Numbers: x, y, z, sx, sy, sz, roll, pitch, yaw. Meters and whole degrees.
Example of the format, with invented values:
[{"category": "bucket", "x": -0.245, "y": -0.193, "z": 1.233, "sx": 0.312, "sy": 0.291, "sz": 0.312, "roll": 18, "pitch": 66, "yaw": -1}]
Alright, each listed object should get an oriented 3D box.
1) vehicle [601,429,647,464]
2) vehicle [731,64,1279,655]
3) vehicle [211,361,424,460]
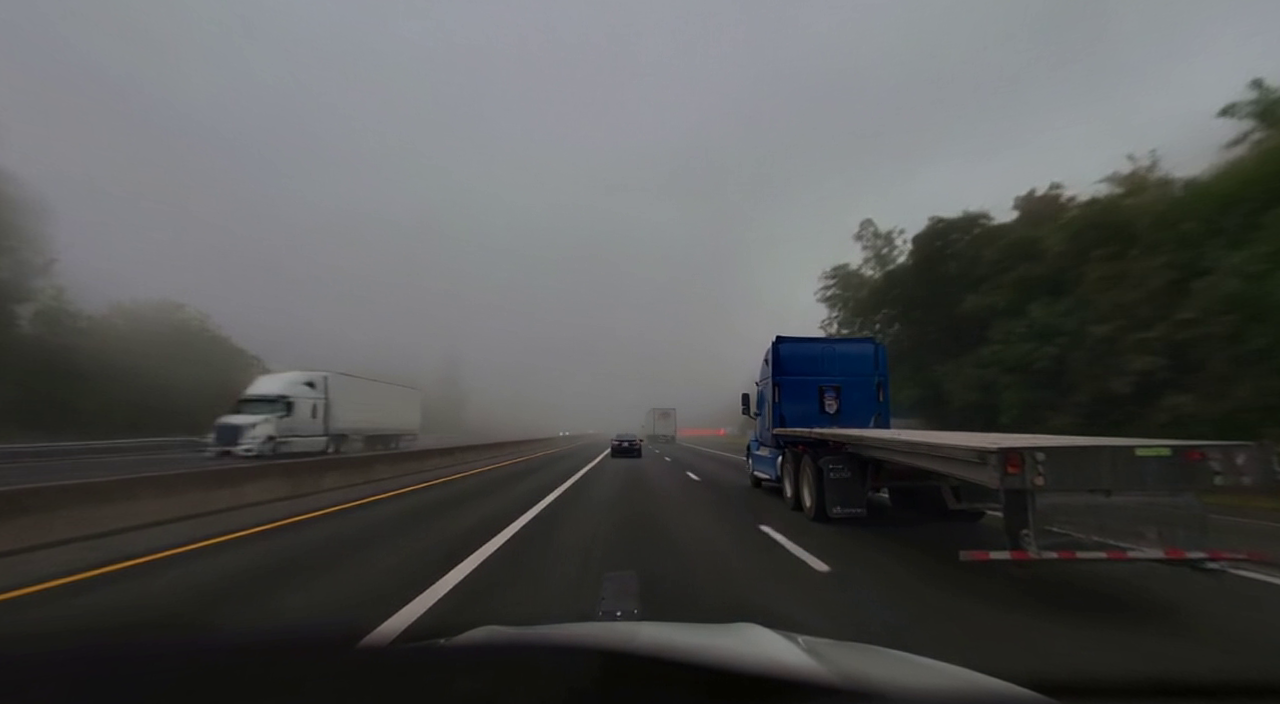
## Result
[{"category": "vehicle", "x": -0.719, "y": 4.239, "z": 28.511, "sx": 1.929, "sy": 1.469, "sz": 3.677, "roll": 0, "pitch": -8, "yaw": -1}, {"category": "vehicle", "x": 3.765, "y": 0.647, "z": 9.277, "sx": 2.919, "sy": 3.634, "sz": 10.888, "roll": 0, "pitch": -8, "yaw": -2}, {"category": "vehicle", "x": -15.811, "y": 3.461, "z": 33.771, "sx": 2.966, "sy": 3.989, "sz": 16.891, "roll": 0, "pitch": -8, "yaw": -1}]
